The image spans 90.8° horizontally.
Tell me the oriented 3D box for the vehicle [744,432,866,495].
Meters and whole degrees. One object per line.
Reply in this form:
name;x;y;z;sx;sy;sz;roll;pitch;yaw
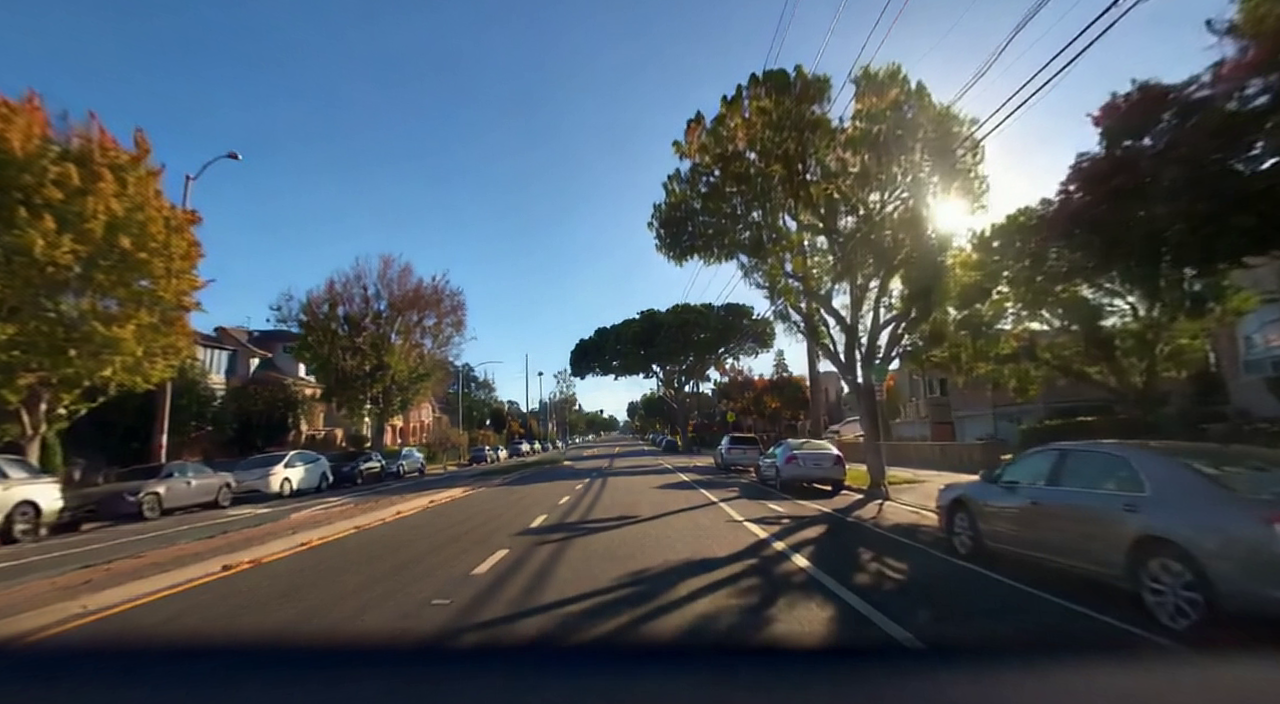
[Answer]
vehicle;4.251;2.919;17.111;1.989;1.471;4.460;0;-8;-1

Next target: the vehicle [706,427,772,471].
vehicle;4.346;4.314;28.469;2.126;1.802;4.259;0;-8;-2

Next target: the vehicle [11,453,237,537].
vehicle;-11.177;3.056;14.133;1.689;1.461;4.008;0;-8;-1

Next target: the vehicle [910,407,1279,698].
vehicle;4.368;1.353;5.632;1.960;1.512;4.606;0;-8;1

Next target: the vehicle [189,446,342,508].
vehicle;-11.035;3.667;19.120;1.955;1.522;4.759;0;-8;-3

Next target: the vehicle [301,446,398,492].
vehicle;-11.021;4.425;24.366;1.804;1.513;4.450;0;-8;-2

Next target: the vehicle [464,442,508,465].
vehicle;-11.472;7.559;47.323;1.970;1.523;4.702;-1;-8;2
